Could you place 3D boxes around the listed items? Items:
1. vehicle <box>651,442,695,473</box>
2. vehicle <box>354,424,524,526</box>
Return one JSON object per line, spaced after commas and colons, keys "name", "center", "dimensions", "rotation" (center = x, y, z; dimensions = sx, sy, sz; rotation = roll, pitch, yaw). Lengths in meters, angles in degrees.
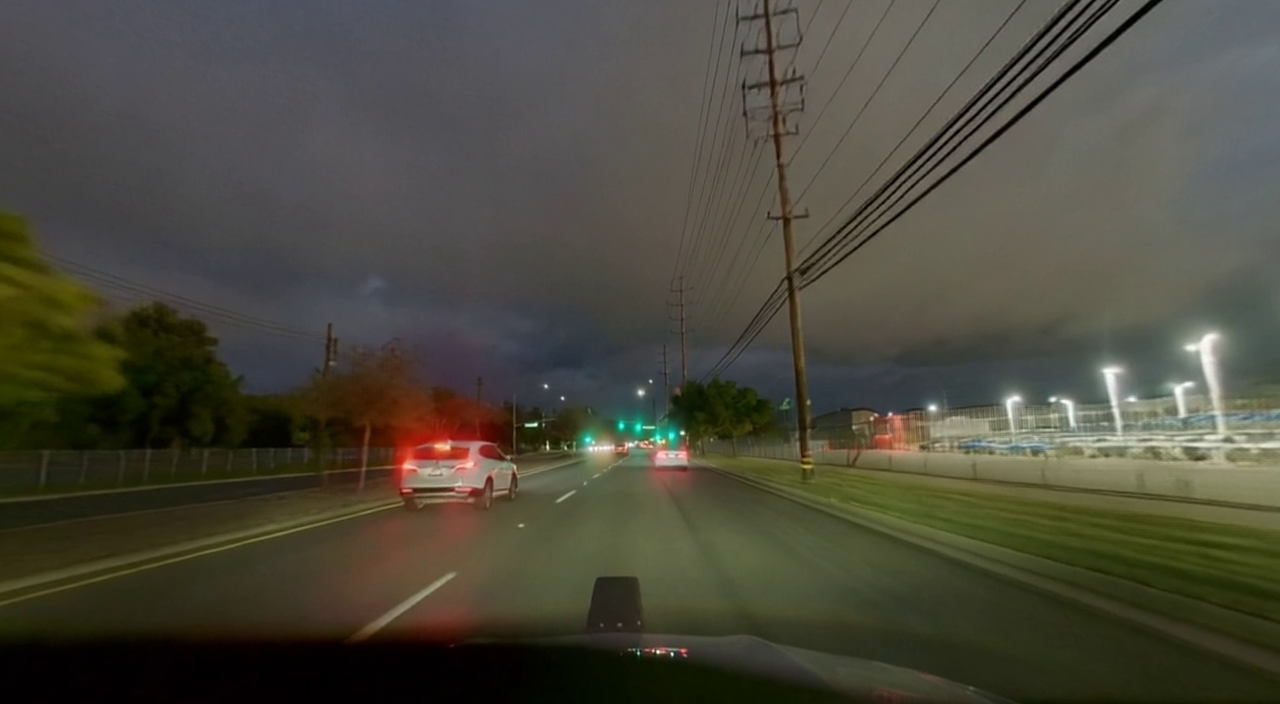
{"name": "vehicle", "center": [1.596, 5.298, 31.800], "dimensions": [2.059, 1.486, 3.980], "rotation": [0, -8, 1]}
{"name": "vehicle", "center": [-3.800, 2.394, 12.820], "dimensions": [1.950, 1.692, 4.397], "rotation": [0, -8, 1]}
